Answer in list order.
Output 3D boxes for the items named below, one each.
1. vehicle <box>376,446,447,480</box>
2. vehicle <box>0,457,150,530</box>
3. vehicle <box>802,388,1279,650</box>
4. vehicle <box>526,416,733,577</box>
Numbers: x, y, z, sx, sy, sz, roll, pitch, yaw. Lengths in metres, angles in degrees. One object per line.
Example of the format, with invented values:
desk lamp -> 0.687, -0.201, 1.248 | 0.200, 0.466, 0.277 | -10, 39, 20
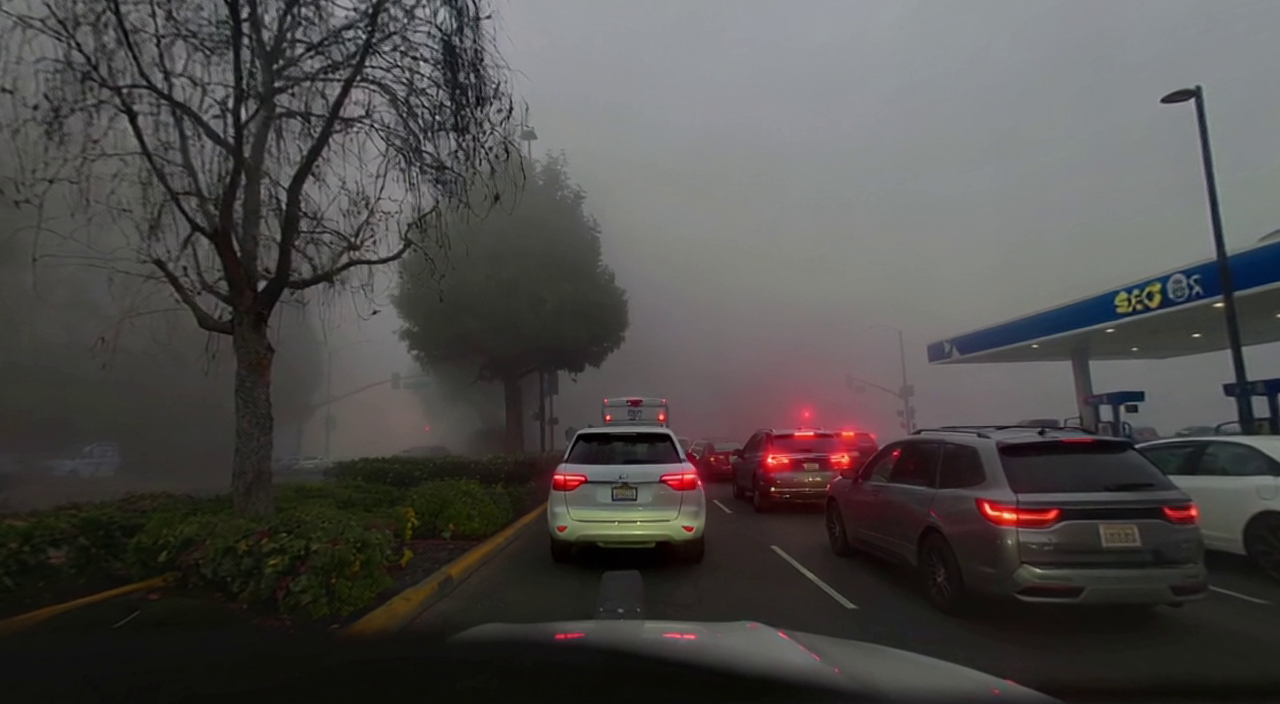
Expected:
vehicle -> -11.402, 5.547, 31.863 | 1.955, 1.546, 4.232 | 0, -9, 1
vehicle -> -14.681, 3.335, 15.299 | 2.011, 1.465, 4.528 | 0, -9, 0
vehicle -> 3.365, 1.422, 6.439 | 2.056, 1.700, 4.399 | 0, -9, -3
vehicle -> -0.151, 1.761, 8.387 | 2.106, 1.613, 3.697 | 0, -9, -1
